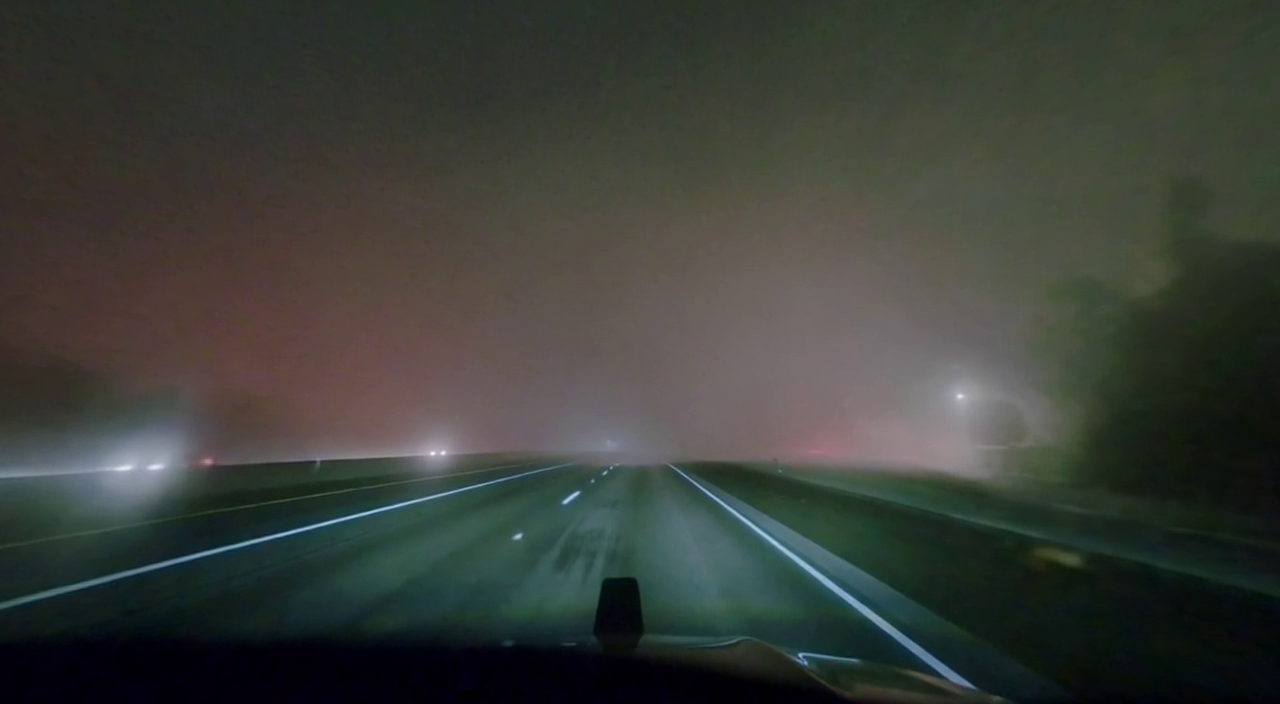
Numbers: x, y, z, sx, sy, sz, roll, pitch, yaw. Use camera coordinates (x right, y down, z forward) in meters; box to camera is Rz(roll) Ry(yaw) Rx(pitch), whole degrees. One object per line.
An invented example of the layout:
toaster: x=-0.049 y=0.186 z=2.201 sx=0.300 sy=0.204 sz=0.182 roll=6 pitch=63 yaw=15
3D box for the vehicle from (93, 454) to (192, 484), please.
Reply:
vehicle: x=-28.199 y=6.599 z=35.912 sx=1.913 sy=1.530 sz=4.456 roll=0 pitch=-9 yaw=1
